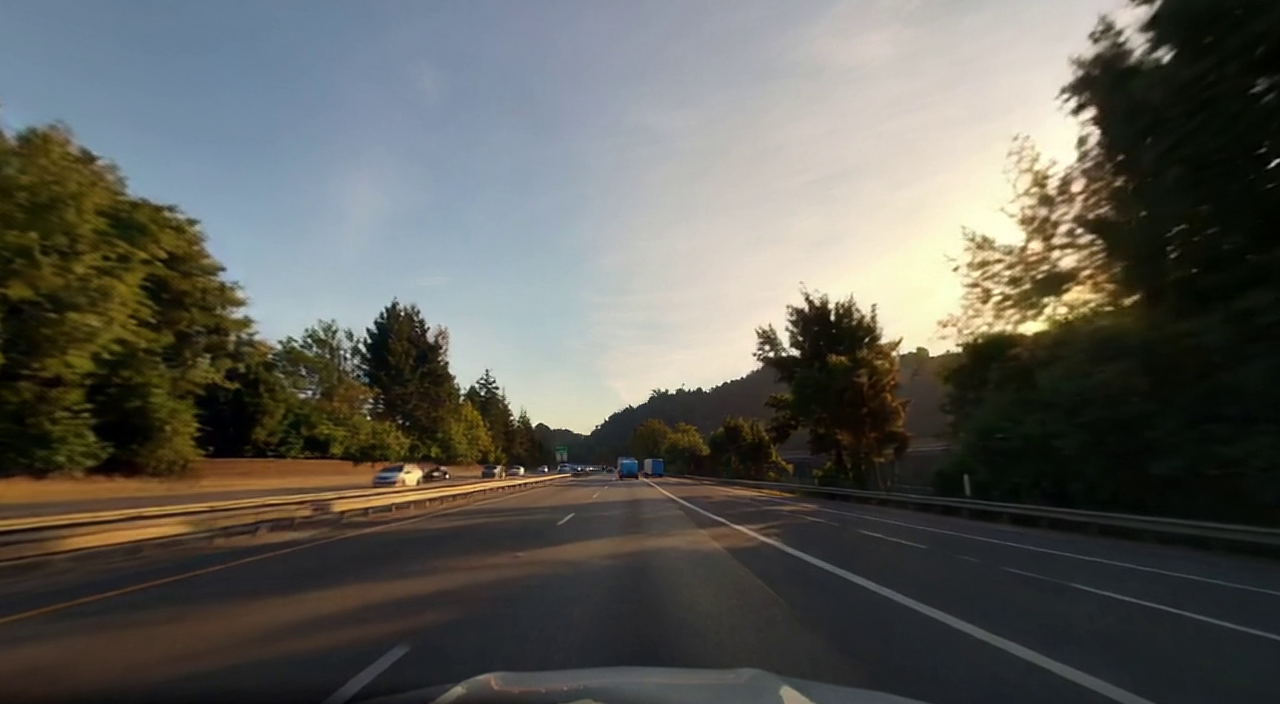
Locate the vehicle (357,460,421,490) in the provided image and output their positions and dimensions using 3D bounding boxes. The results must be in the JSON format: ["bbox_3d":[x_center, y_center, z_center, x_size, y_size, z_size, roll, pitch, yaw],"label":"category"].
[{"bbox_3d":[-13.679,6.714,34.542,1.859,1.468,3.965,1,-10,0],"label":"vehicle"}]
